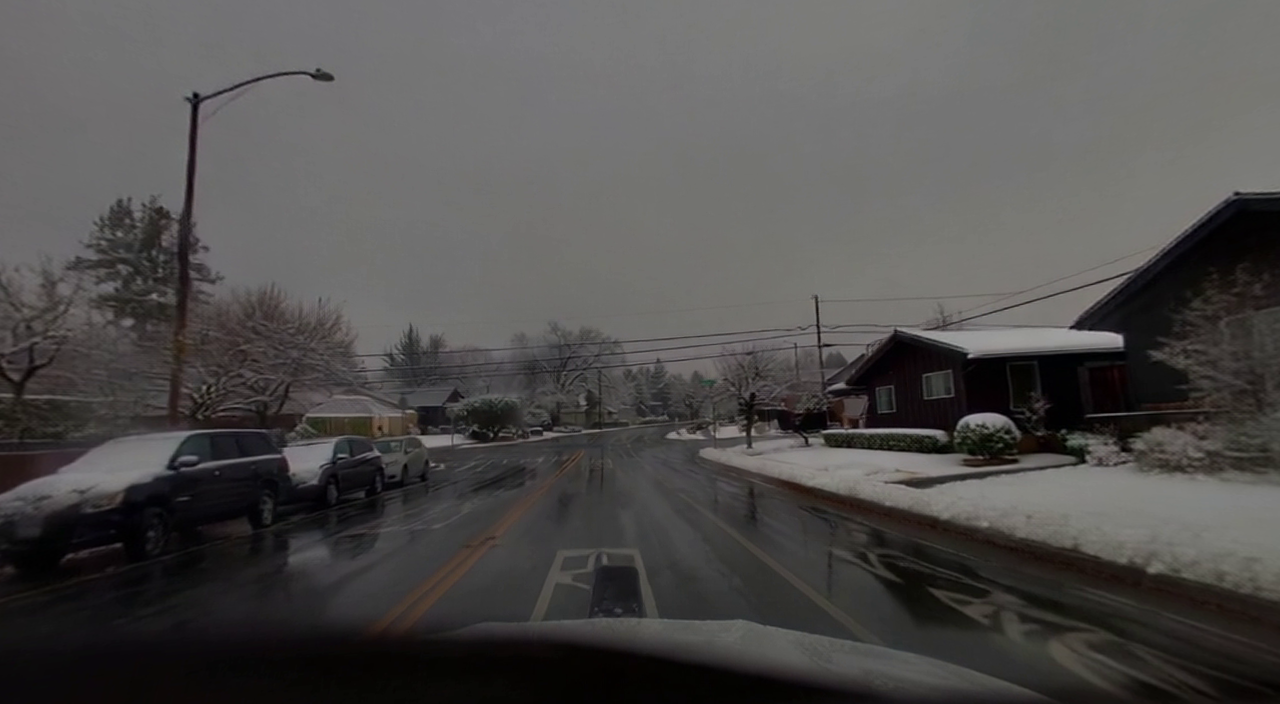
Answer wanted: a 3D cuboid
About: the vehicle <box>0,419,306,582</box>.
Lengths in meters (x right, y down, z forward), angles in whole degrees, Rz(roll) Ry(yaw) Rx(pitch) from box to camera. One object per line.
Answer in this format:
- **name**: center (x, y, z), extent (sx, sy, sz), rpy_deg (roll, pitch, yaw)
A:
- **vehicle**: center (-6.941, 1.907, 9.144), extent (1.865, 1.750, 4.507), rpy_deg (0, -8, -2)
